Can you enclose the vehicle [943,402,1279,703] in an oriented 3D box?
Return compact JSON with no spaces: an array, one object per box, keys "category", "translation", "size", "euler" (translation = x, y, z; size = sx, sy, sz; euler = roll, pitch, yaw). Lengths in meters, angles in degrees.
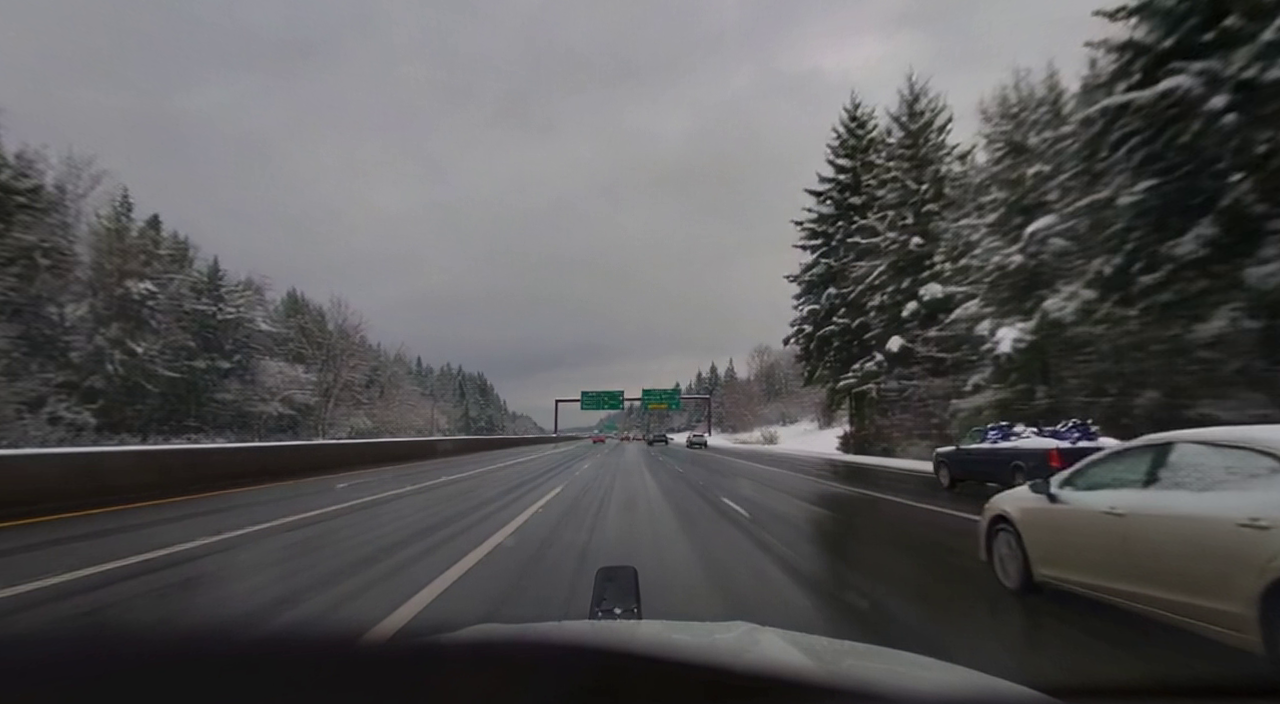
[{"category":"vehicle","translation":[3.801,1.017,3.262],"size":[2.094,1.441,4.568],"euler":[0,-7,-2]}]
